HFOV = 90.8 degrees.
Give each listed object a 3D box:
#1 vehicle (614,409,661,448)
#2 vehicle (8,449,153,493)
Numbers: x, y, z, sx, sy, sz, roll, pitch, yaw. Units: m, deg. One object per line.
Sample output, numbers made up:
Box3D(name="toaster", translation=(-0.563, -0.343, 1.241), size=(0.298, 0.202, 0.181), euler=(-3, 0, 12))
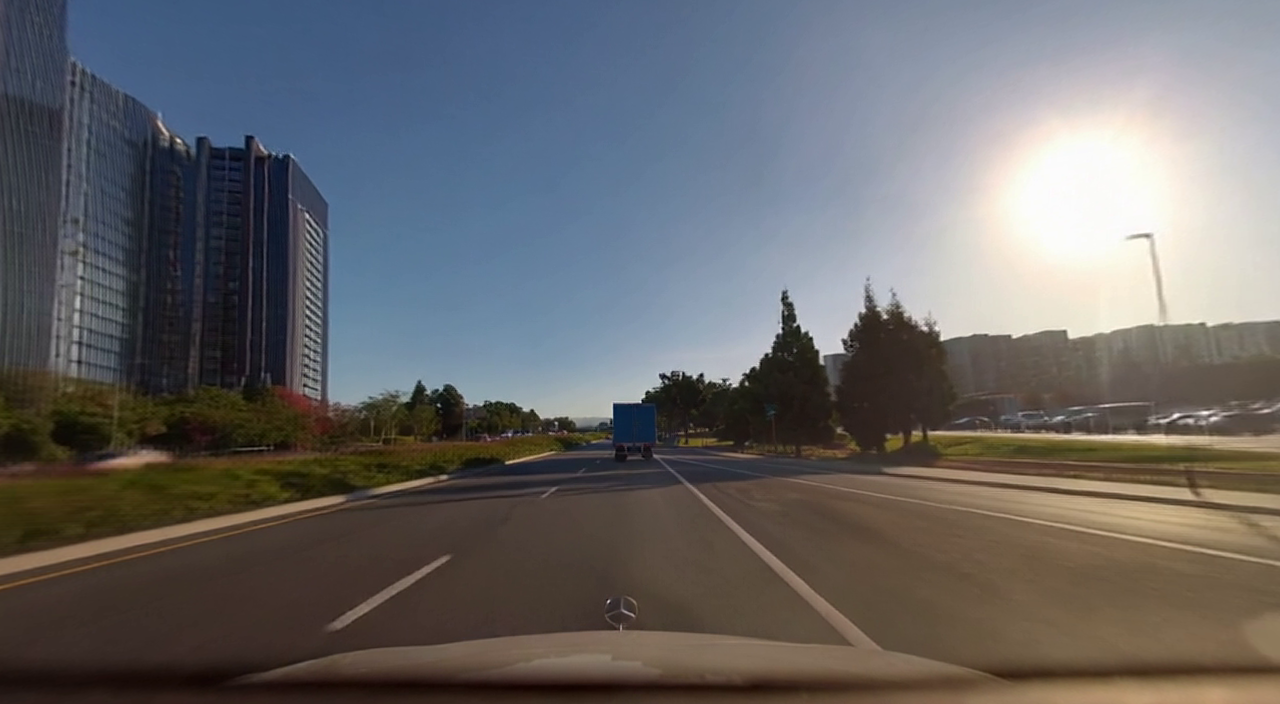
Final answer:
Box3D(name="vehicle", translation=(-0.220, 4.012, 32.464), size=(2.178, 1.829, 4.932), euler=(0, -9, -3))
Box3D(name="vehicle", translation=(-20.481, 4.338, 23.379), size=(1.744, 1.467, 3.945), euler=(0, -9, 0))
